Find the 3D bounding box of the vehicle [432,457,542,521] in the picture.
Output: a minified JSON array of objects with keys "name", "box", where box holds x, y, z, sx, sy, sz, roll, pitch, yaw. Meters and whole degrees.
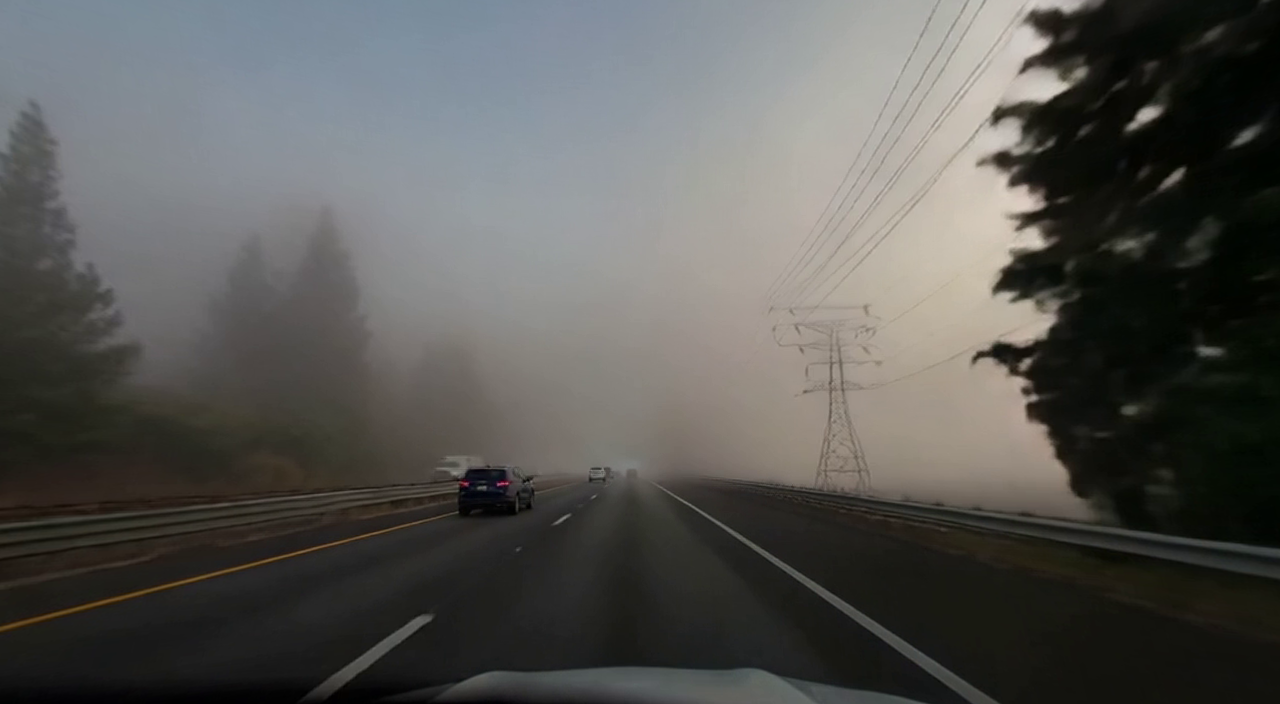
[{"name":"vehicle","box":[-4.069,3.735,17.538,1.963,1.501,4.227,1,-10,0]}]
